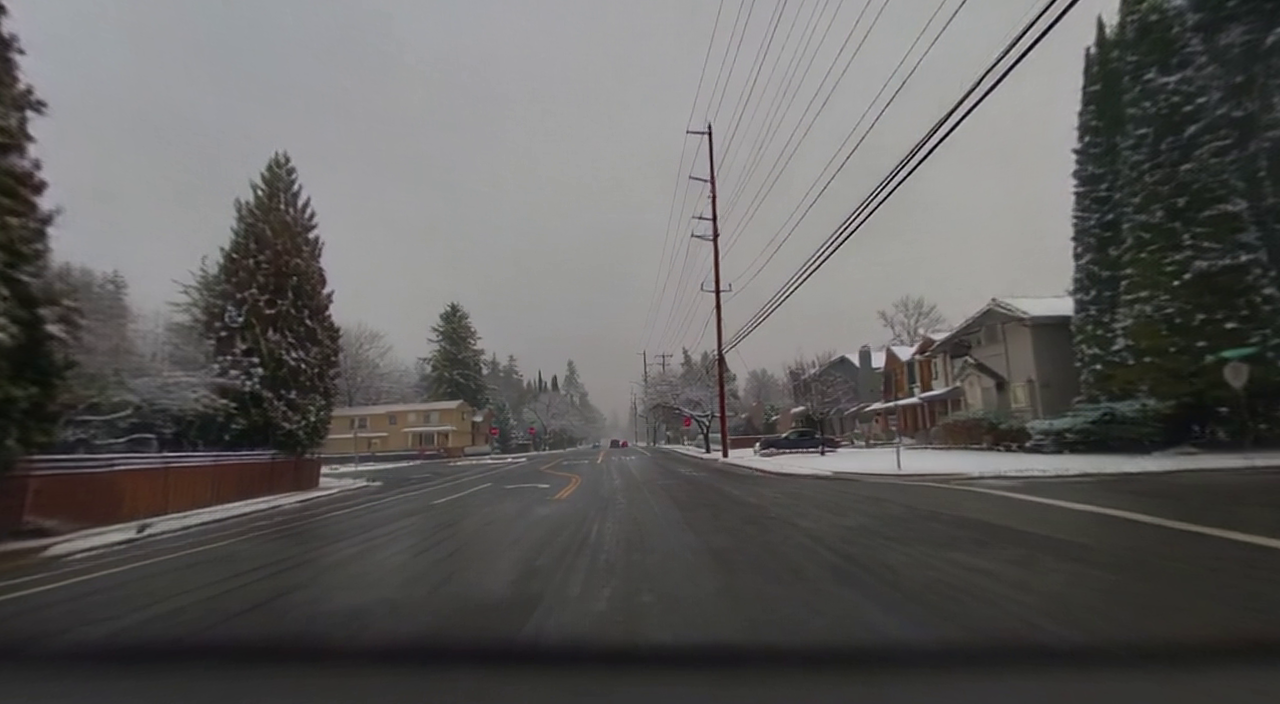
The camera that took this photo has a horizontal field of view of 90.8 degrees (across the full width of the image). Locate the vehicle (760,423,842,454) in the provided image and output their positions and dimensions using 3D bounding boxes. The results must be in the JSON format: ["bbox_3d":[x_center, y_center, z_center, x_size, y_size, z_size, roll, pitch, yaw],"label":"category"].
[{"bbox_3d":[10.026,5.439,39.659,4.544,1.807,2.204,0,-8,2],"label":"vehicle"}]
